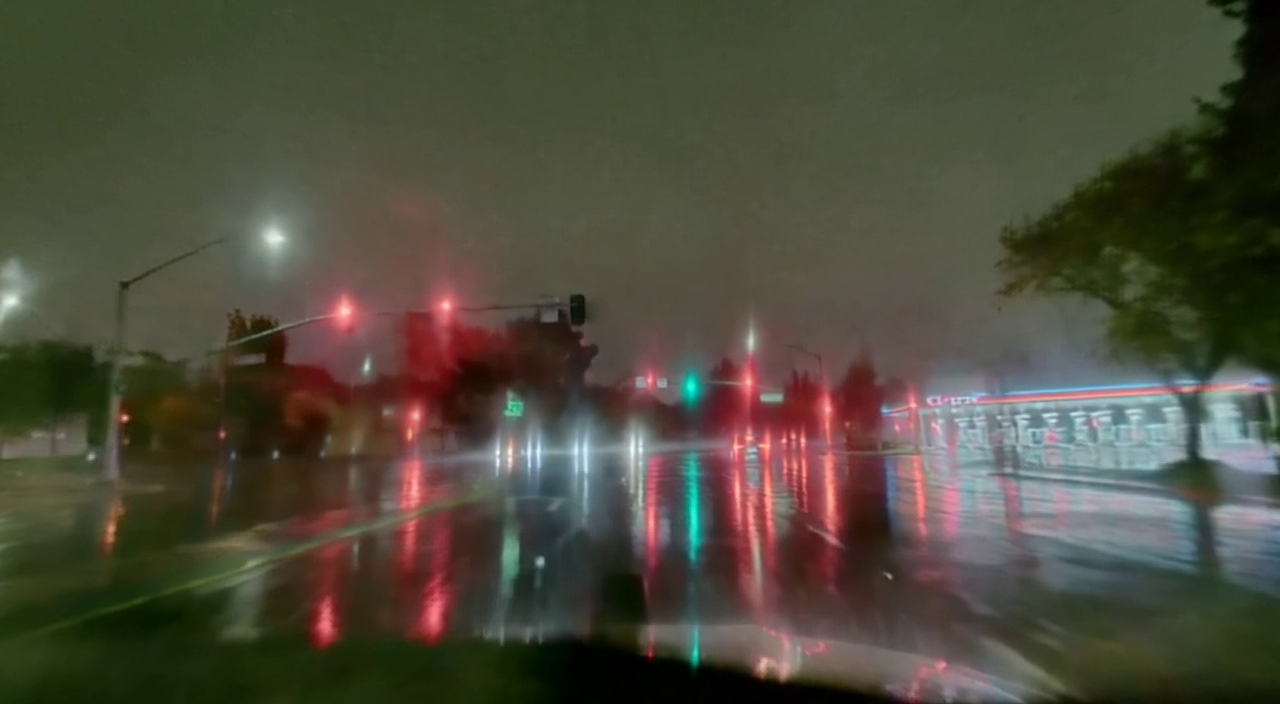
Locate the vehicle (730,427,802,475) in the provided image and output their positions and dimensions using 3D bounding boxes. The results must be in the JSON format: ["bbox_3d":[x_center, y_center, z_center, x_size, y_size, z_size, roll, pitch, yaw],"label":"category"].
[{"bbox_3d":[4.786,3.834,24.468,2.090,1.717,4.063,0,-8,2],"label":"vehicle"}]
